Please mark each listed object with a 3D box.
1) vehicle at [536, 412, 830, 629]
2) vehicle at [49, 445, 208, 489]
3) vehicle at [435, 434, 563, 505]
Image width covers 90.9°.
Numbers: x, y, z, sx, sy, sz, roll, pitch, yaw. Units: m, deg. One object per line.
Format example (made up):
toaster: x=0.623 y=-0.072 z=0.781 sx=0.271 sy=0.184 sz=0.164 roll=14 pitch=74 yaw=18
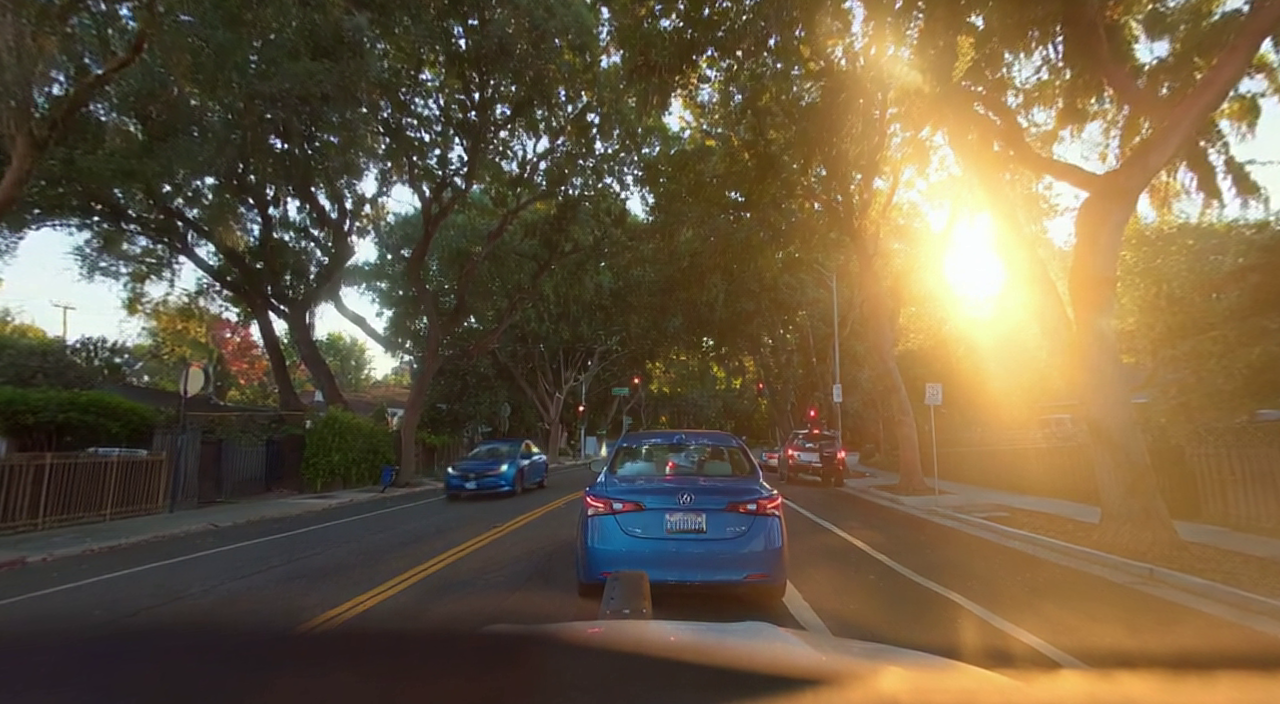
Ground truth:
vehicle: x=0.338 y=1.480 z=6.489 sx=2.070 sy=1.516 sz=3.936 roll=0 pitch=-8 yaw=1
vehicle: x=-18.108 y=4.069 z=22.414 sx=4.069 sy=1.445 sz=2.063 roll=-2 pitch=-9 yaw=8
vehicle: x=-3.611 y=3.132 z=17.035 sx=2.160 sy=1.507 sz=4.470 roll=-5 pitch=-10 yaw=4
